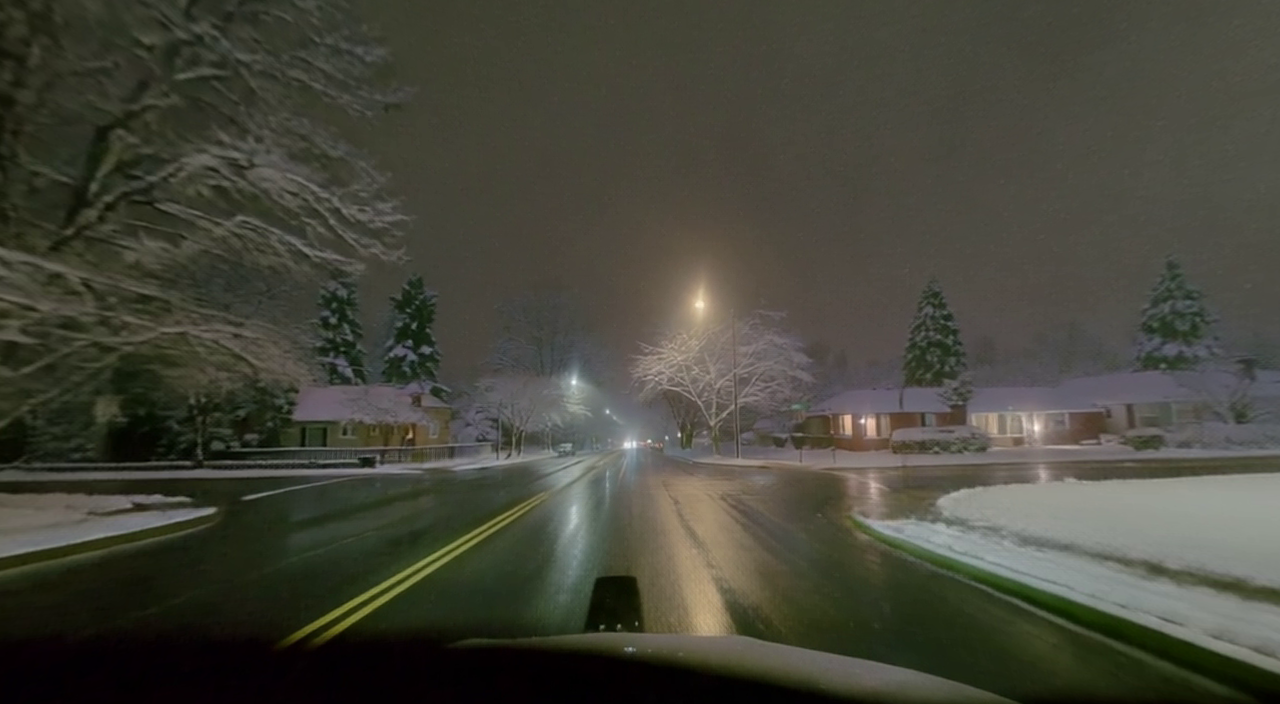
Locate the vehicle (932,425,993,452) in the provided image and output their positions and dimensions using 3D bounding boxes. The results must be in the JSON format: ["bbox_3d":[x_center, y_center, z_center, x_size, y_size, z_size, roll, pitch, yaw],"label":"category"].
[{"bbox_3d":[18.939,5.131,37.158,1.803,1.504,4.324,-1,-9,8],"label":"vehicle"}]

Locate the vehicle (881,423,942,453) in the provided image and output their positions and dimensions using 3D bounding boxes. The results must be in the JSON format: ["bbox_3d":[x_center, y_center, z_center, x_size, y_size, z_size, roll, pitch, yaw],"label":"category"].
[{"bbox_3d":[16.171,5.199,37.773,1.829,1.667,4.437,0,-9,2],"label":"vehicle"}]
